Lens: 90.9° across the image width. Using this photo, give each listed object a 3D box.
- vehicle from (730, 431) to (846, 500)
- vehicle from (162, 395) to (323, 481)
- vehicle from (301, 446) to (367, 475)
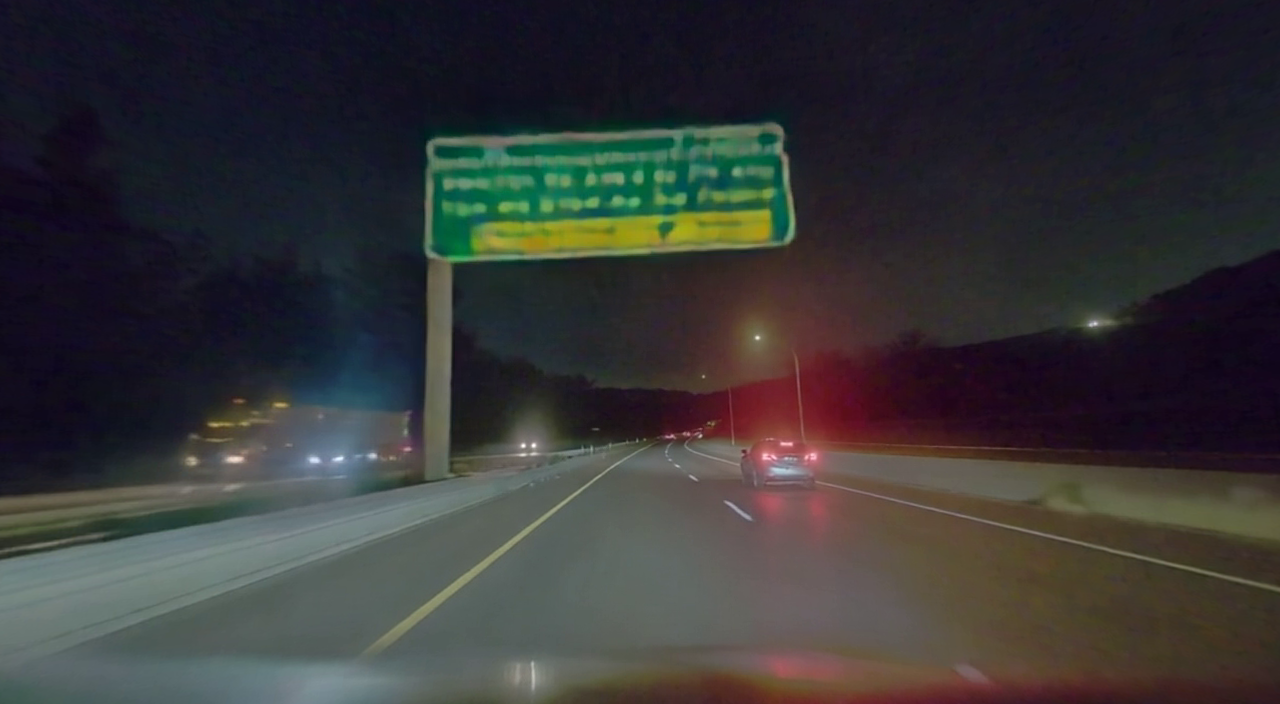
[{"bbox_3d":[3.627,2.871,16.306,1.997,1.515,4.025,0,-8,0],"label":"vehicle"},{"bbox_3d":[-22.271,4.986,36.273,3.053,4.238,9.169,-1,-8,1],"label":"vehicle"},{"bbox_3d":[-18.038,6.400,37.363,1.930,1.571,3.868,-1,-8,1],"label":"vehicle"}]
